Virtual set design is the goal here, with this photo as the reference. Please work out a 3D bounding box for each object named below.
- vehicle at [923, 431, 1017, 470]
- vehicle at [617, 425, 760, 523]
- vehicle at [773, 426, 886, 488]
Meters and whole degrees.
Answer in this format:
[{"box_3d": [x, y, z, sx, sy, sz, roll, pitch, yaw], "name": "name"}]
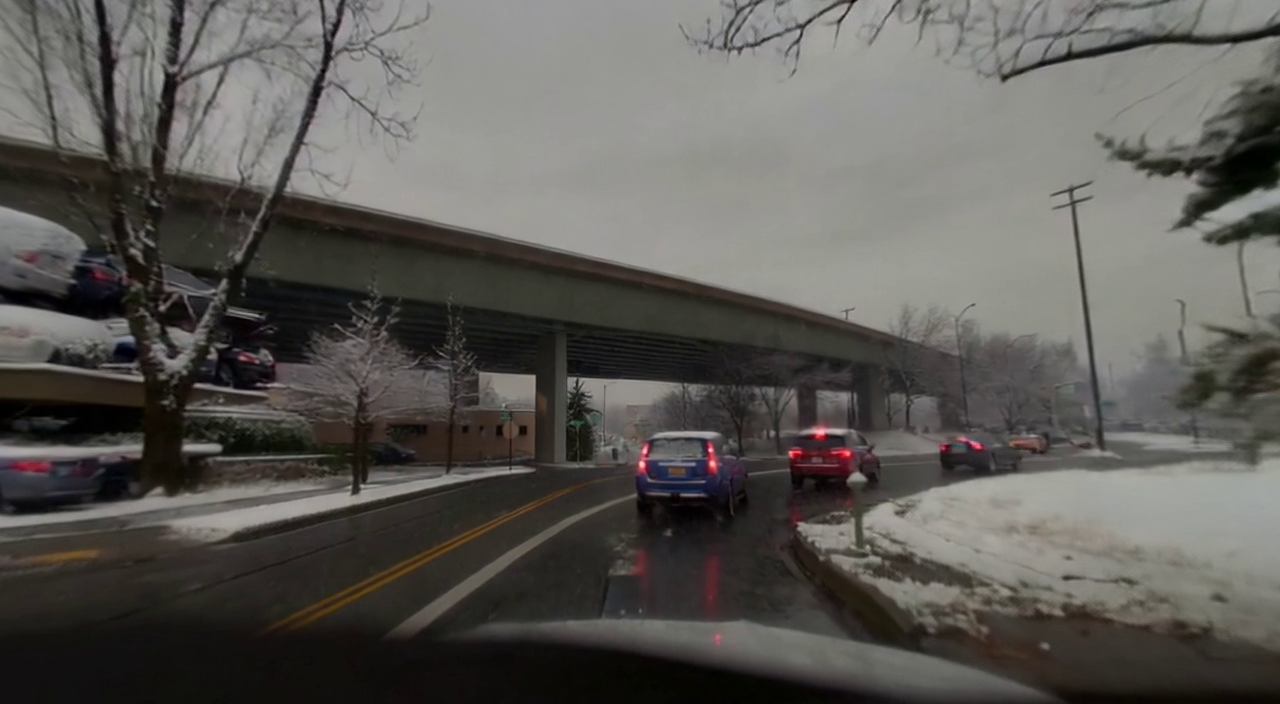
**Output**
[{"box_3d": [16.124, 4.779, 30.840, 4.310, 1.762, 1.995, 5, -10, -30], "name": "vehicle"}, {"box_3d": [1.204, 2.376, 12.878, 2.087, 1.578, 4.652, -2, -9, 14], "name": "vehicle"}, {"box_3d": [6.710, 3.580, 22.028, 2.241, 1.885, 4.771, -5, -10, 36], "name": "vehicle"}]
